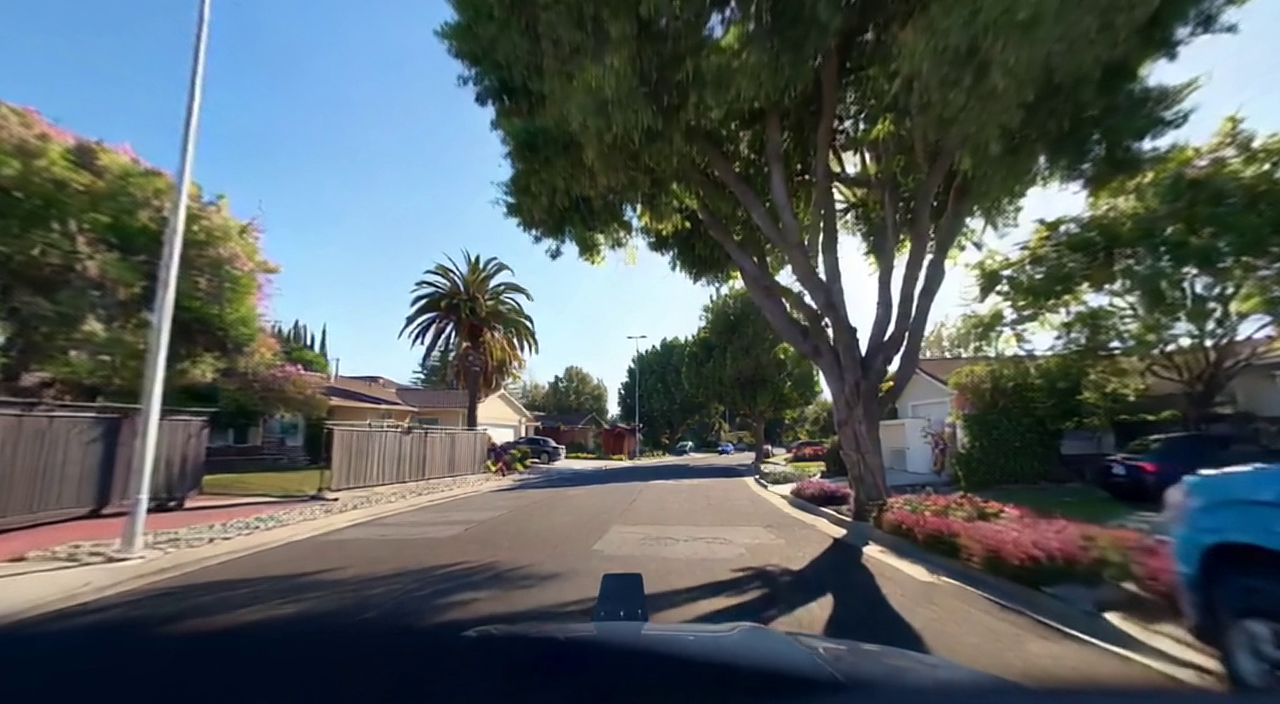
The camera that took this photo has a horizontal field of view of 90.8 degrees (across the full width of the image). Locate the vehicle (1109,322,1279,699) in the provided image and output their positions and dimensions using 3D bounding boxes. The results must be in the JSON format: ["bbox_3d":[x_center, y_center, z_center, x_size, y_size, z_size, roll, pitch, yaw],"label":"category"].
[{"bbox_3d":[4.619,0.634,1.876,2.467,2.034,5.470,0,-8,4],"label":"vehicle"}]

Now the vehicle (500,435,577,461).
[{"bbox_3d":[-7.882,7.493,49.336,5.497,1.983,2.191,-1,-9,8],"label":"vehicle"}]
